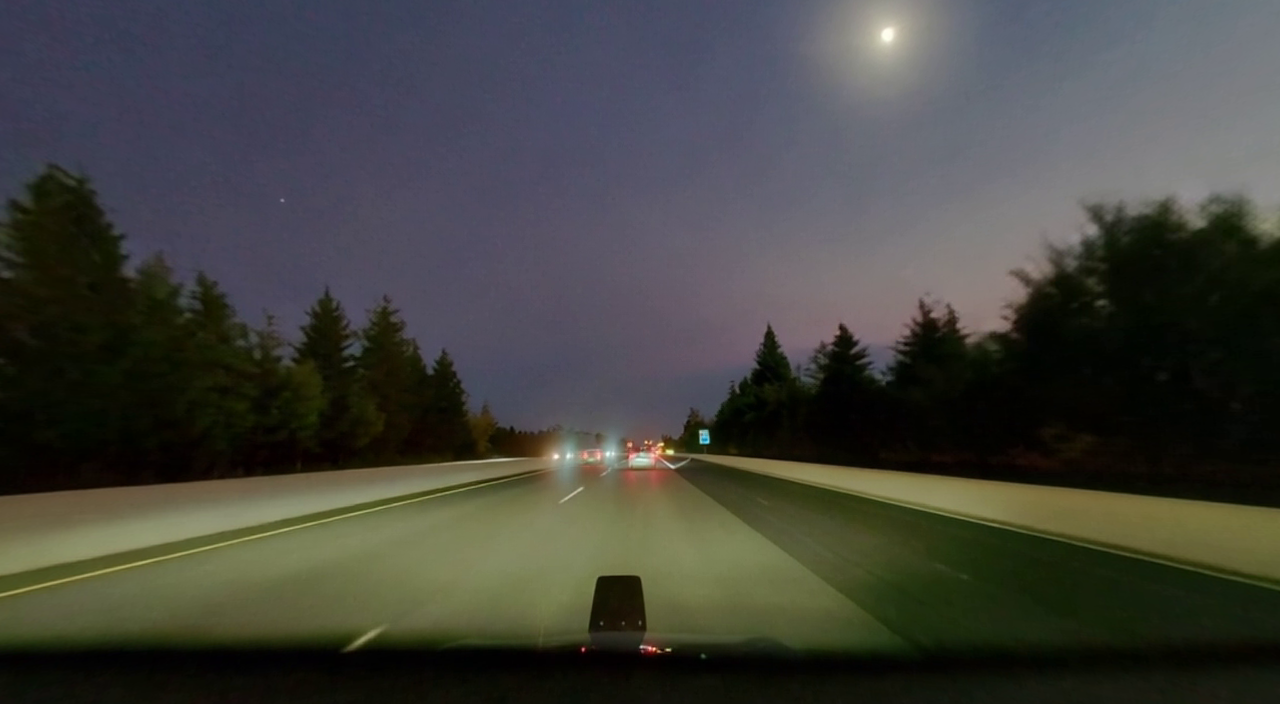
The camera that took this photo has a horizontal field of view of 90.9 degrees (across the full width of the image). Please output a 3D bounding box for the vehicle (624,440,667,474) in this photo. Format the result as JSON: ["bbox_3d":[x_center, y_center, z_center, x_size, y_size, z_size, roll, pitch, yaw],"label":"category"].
[{"bbox_3d":[0.285,5.651,33.985,2.172,1.687,3.929,0,-9,0],"label":"vehicle"}]
